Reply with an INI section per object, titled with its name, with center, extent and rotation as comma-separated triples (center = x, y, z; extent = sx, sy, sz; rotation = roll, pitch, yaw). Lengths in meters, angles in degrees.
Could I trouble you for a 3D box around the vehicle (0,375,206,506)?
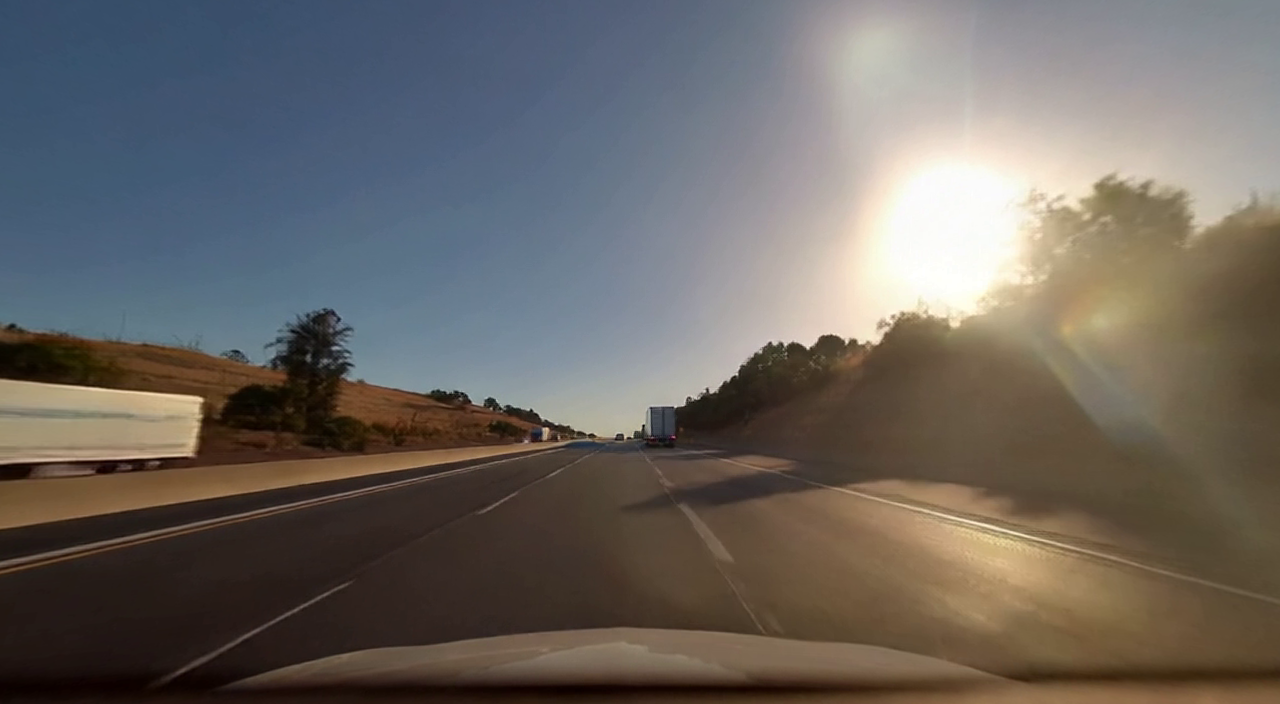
[vehicle]
center = -19.787, 3.094, 22.151
extent = 2.903, 3.736, 8.581
rotation = 0, -8, -1
